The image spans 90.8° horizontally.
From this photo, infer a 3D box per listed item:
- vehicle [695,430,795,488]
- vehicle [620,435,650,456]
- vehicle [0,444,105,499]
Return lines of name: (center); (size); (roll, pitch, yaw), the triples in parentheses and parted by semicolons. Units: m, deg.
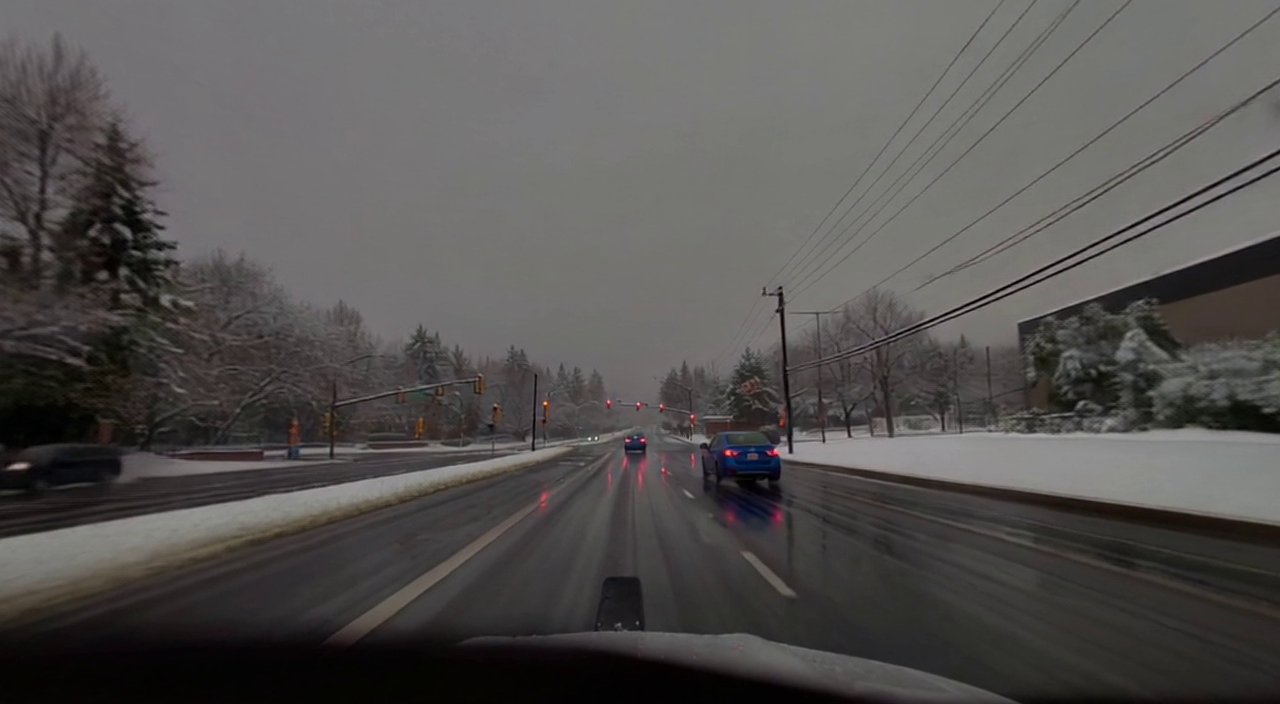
vehicle: (2.830, 3.001, 18.095); (2.004, 1.448, 4.263); (0, -8, -2)
vehicle: (-0.374, 6.819, 45.958); (2.110, 1.466, 3.860); (0, -8, -1)
vehicle: (-22.049, 4.208, 22.560); (1.946, 1.787, 4.469); (0, -8, -1)
